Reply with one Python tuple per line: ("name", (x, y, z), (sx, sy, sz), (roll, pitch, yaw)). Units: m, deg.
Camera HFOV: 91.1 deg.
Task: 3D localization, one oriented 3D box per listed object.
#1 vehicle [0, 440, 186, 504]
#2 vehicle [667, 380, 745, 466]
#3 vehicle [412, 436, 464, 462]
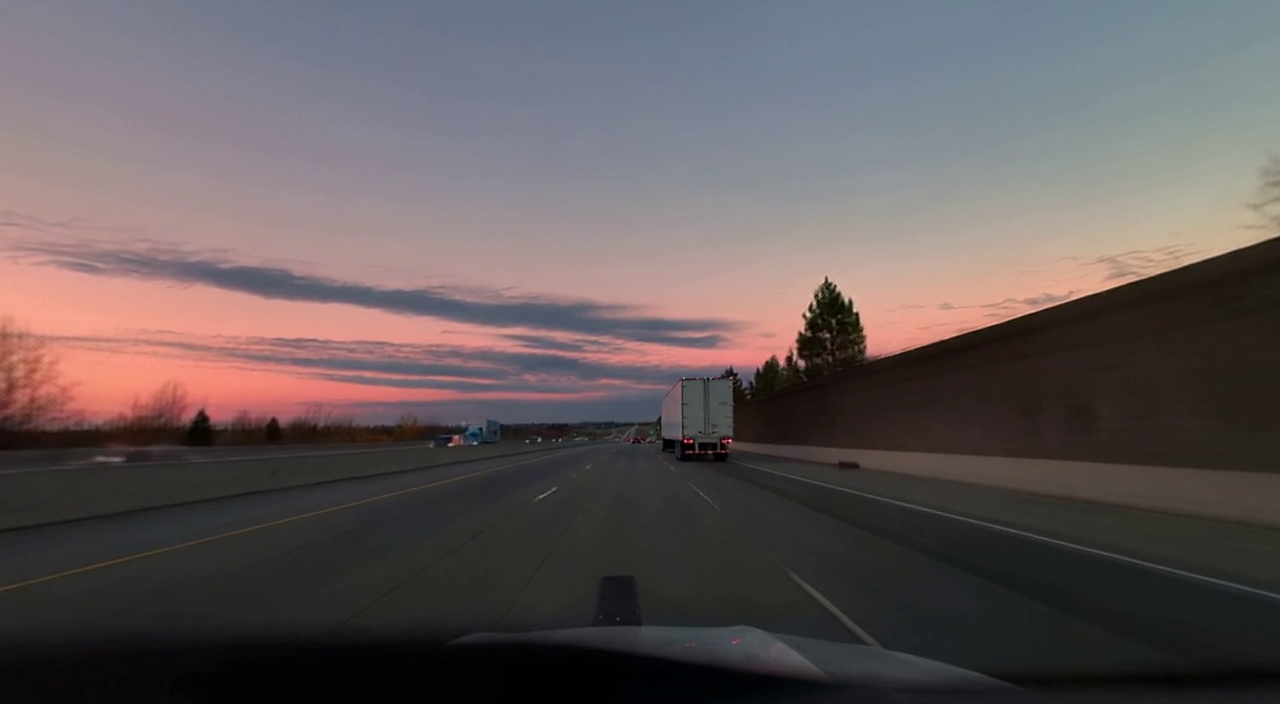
("vehicle", (-15.567, 3.303, 17.937), (1.861, 1.556, 4.536), (0, -8, 0))
("vehicle", (3.573, 4.465, 38.687), (2.979, 4.161, 15.508), (0, -7, -1))
("vehicle", (-12.251, 5.900, 38.392), (1.847, 1.490, 4.234), (0, -8, -1))
